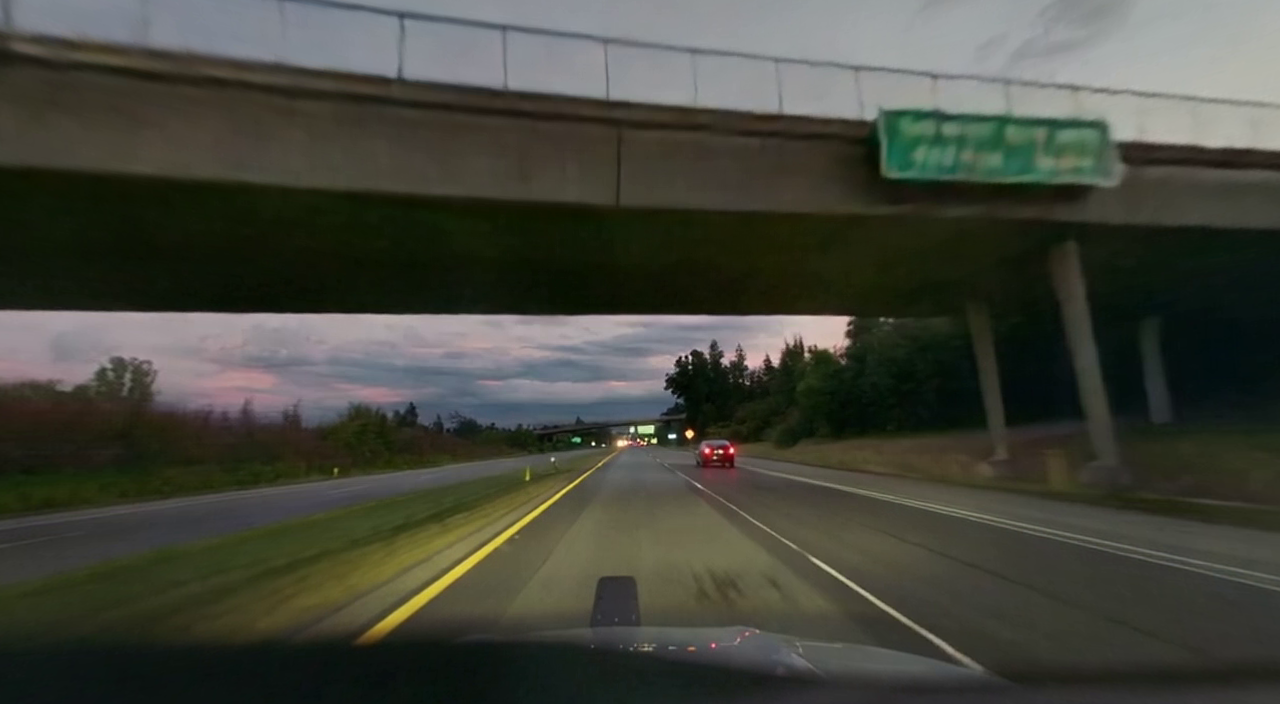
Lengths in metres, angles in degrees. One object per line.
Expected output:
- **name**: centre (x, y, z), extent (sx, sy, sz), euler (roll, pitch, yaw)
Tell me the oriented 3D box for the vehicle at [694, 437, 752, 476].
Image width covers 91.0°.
- **vehicle**: centre (3.322, 4.250, 25.879), extent (1.781, 1.470, 3.540), euler (0, -8, -2)
